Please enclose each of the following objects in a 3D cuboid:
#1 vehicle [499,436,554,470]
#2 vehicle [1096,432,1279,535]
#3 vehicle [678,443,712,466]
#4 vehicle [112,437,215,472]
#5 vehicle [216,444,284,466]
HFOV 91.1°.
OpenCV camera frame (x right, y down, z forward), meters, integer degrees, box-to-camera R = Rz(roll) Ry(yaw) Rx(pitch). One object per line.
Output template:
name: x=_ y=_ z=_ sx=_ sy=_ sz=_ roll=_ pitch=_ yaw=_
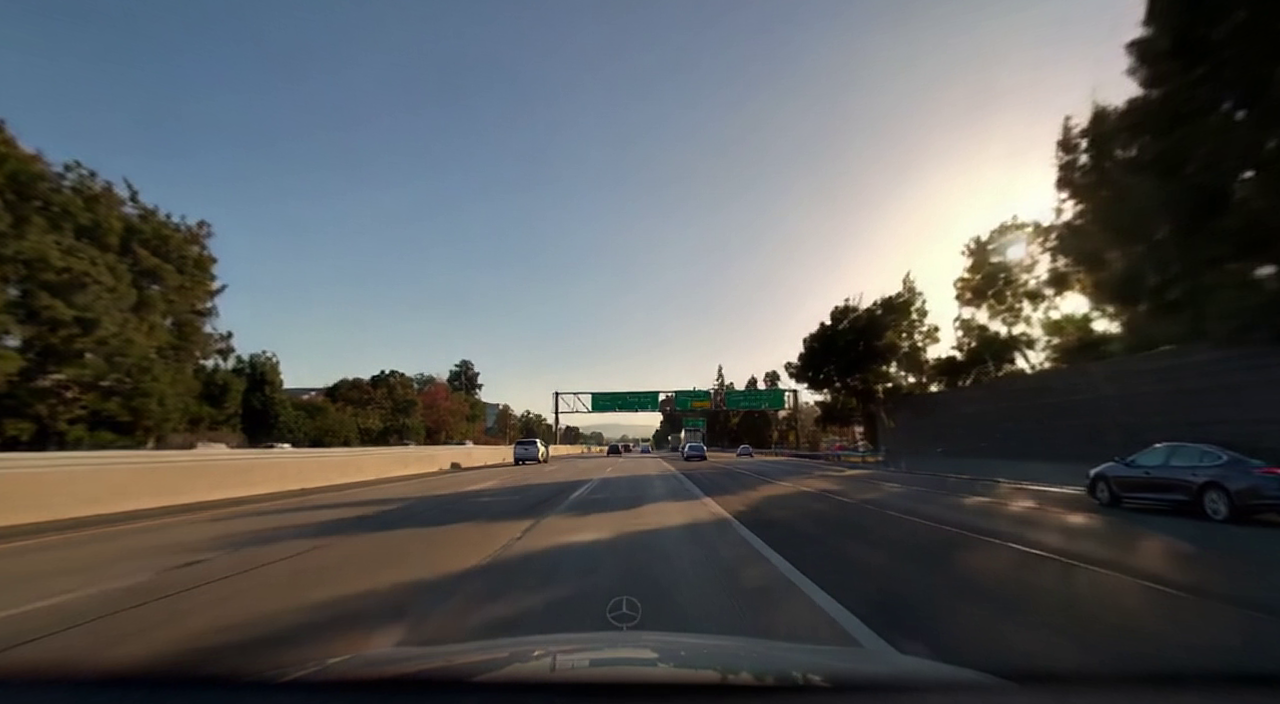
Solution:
vehicle: x=-6.262 y=5.595 z=35.087 sx=2.091 sy=1.746 sz=4.437 roll=0 pitch=-8 yaw=2
vehicle: x=10.196 y=2.069 z=10.175 sx=1.979 sy=1.467 sz=4.839 roll=0 pitch=-8 yaw=0
vehicle: x=3.728 y=6.988 z=42.983 sx=1.950 sy=1.453 sz=3.378 roll=0 pitch=-8 yaw=-1
vehicle: x=-21.346 y=4.597 z=28.292 sx=1.715 sy=1.425 sz=3.674 roll=0 pitch=-8 yaw=0
vehicle: x=-28.867 y=7.599 z=46.697 sx=1.900 sy=1.530 sz=4.914 roll=0 pitch=-8 yaw=0
